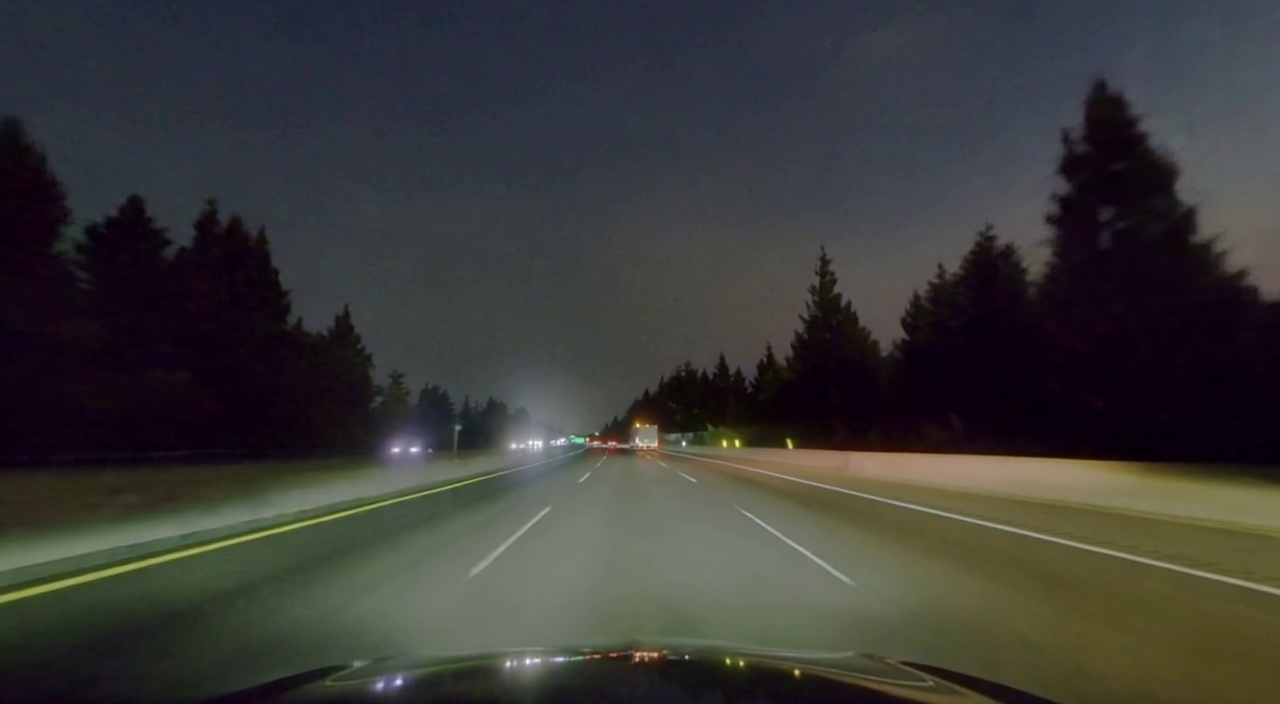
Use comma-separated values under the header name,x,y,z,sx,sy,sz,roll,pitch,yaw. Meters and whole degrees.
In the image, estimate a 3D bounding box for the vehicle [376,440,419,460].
name,x,y,z,sx,sy,sz,roll,pitch,yaw
vehicle,-18.453,7.463,48.050,1.805,1.461,3.954,0,-8,-1
